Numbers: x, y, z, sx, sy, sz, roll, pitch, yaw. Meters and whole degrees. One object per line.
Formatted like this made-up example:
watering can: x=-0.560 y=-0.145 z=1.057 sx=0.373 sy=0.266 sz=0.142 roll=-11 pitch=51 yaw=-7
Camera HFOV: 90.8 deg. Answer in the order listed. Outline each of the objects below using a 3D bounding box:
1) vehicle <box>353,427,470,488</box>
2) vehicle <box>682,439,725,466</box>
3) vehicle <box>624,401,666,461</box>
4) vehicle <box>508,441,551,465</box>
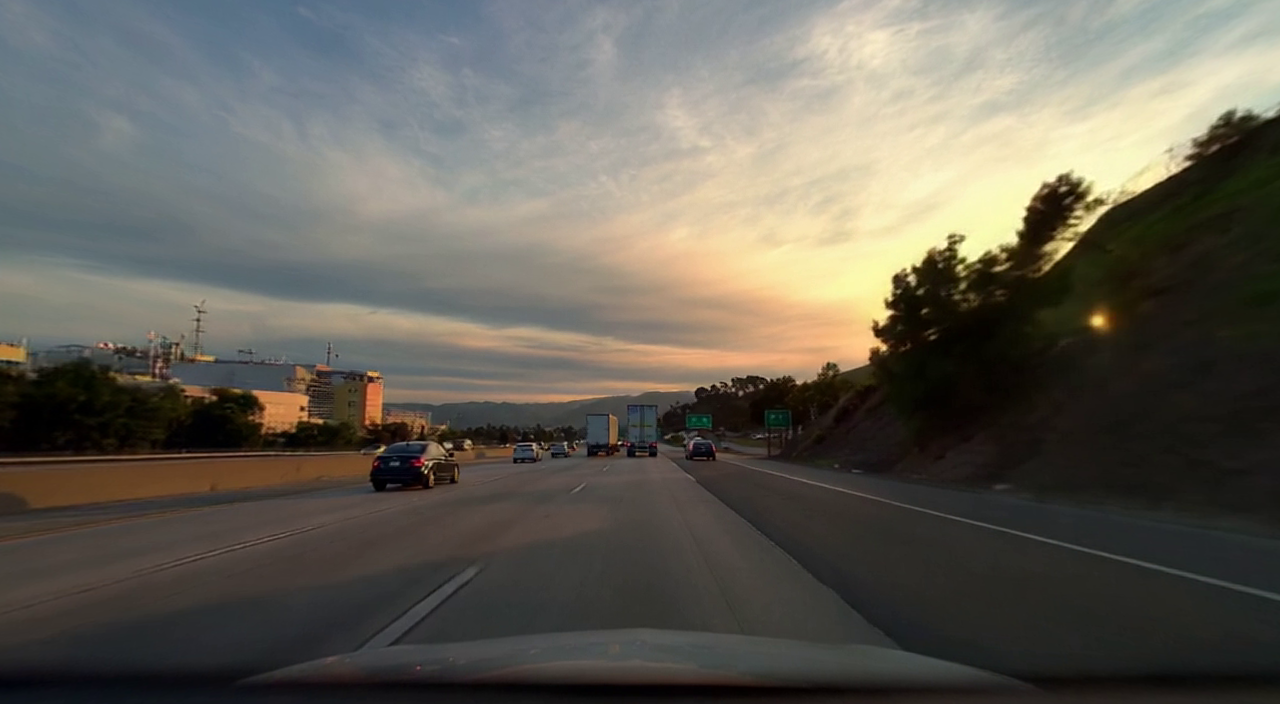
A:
vehicle: x=-7.272 y=3.418 z=20.672 sx=2.122 sy=1.754 sz=4.379 roll=0 pitch=-8 yaw=1
vehicle: x=3.652 y=5.876 z=36.976 sx=2.006 sy=1.452 sz=4.246 roll=0 pitch=-9 yaw=-1
vehicle: x=0.299 y=6.318 z=49.555 sx=2.969 sy=4.104 sz=10.906 roll=0 pitch=-9 yaw=-1
vehicle: x=-6.990 y=6.411 z=40.254 sx=1.891 sy=1.460 sz=4.506 roll=0 pitch=-8 yaw=0
